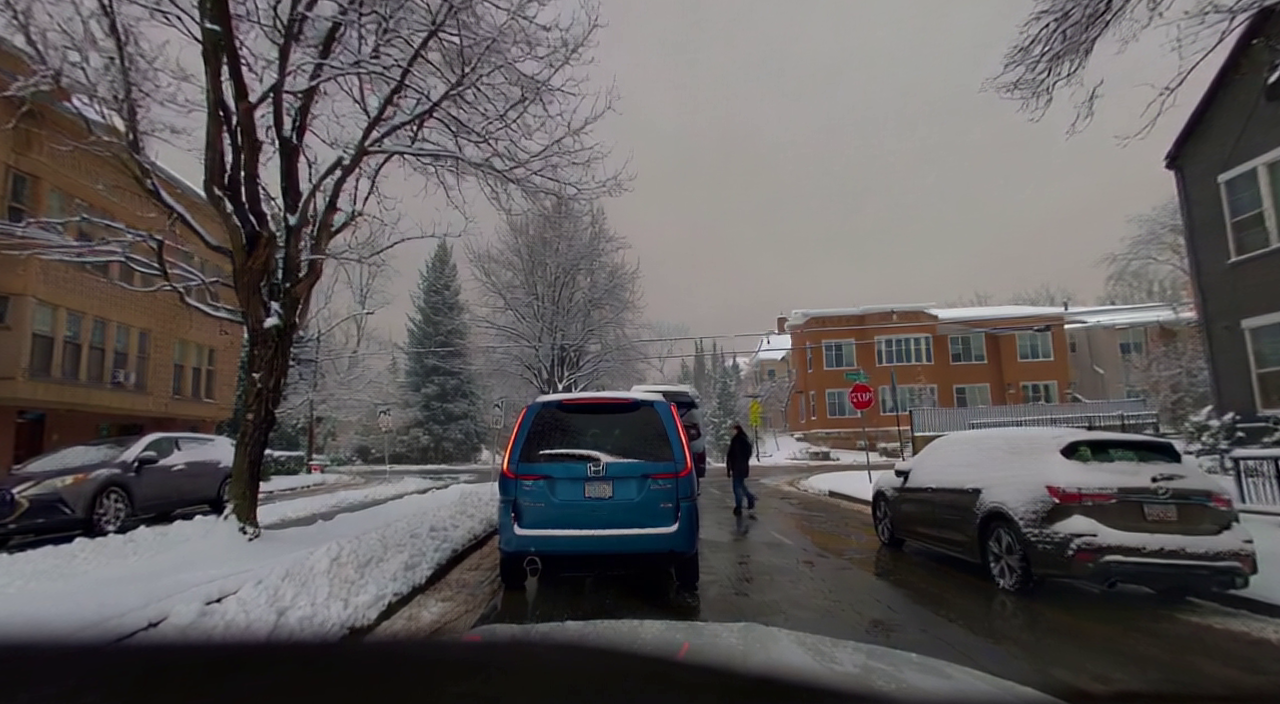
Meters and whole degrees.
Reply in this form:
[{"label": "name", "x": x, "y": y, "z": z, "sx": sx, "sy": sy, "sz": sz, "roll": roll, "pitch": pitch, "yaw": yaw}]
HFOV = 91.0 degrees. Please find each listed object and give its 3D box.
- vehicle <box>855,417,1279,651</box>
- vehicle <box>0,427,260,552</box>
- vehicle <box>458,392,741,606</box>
[{"label": "vehicle", "x": 4.219, "y": 1.678, "z": 6.904, "sx": 1.959, "sy": 1.581, "sz": 4.731, "roll": 4, "pitch": -9, "yaw": -2}, {"label": "vehicle", "x": -8.291, "y": 2.017, "z": 10.053, "sx": 1.825, "sy": 1.532, "sz": 4.083, "roll": -3, "pitch": -7, "yaw": 2}, {"label": "vehicle", "x": -0.349, "y": 1.583, "z": 7.705, "sx": 2.377, "sy": 1.787, "sz": 4.652, "roll": 0, "pitch": -8, "yaw": 0}]
